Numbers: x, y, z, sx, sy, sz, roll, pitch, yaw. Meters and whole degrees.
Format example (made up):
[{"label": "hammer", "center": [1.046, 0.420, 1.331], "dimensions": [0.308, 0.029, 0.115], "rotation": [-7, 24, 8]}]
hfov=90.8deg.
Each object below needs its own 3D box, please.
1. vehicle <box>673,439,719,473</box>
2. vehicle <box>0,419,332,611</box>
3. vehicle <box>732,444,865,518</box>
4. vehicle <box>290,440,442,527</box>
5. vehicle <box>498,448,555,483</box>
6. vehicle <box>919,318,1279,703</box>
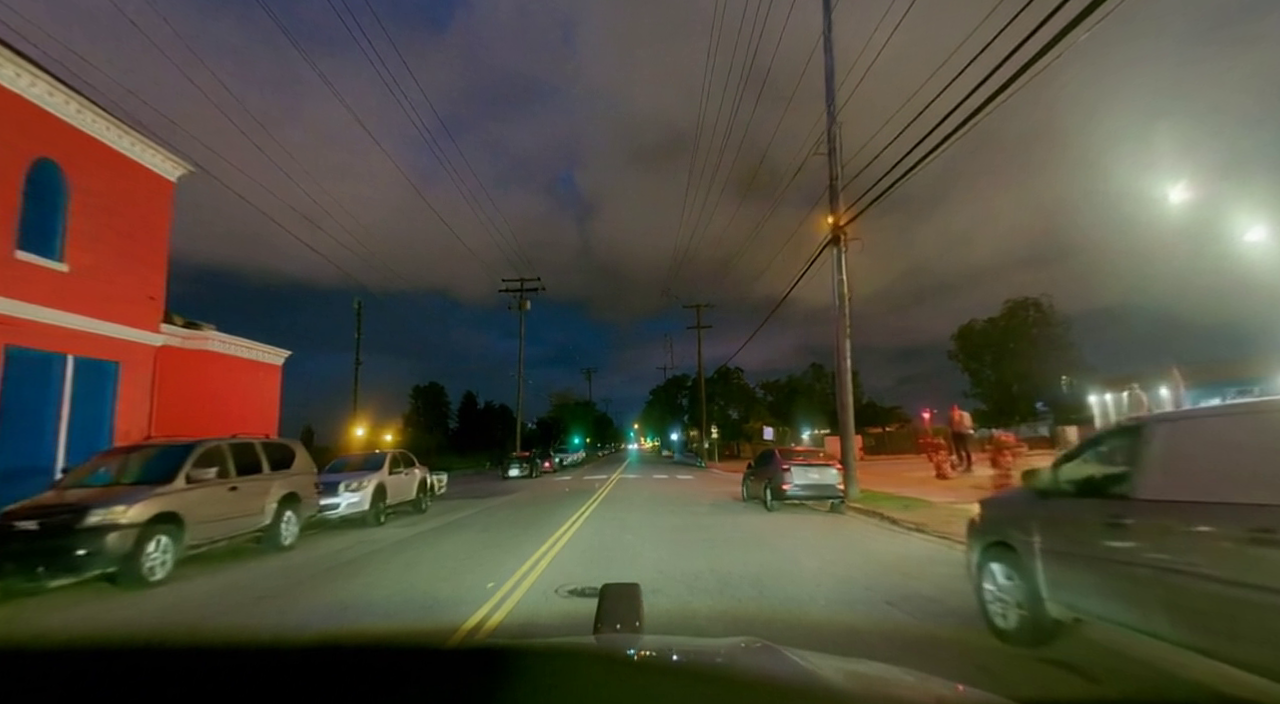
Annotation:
[{"label": "vehicle", "center": [3.352, 6.364, 38.788], "dimensions": [2.313, 1.937, 5.092], "rotation": [0, -9, 0]}, {"label": "vehicle", "center": [-6.202, 1.959, 8.518], "dimensions": [1.983, 1.809, 4.503], "rotation": [-2, -9, -2]}, {"label": "vehicle", "center": [3.571, 2.993, 15.289], "dimensions": [1.942, 1.476, 4.739], "rotation": [0, -9, -1]}, {"label": "vehicle", "center": [-6.289, 3.033, 15.059], "dimensions": [1.906, 1.623, 4.057], "rotation": [-4, -9, -2]}, {"label": "vehicle", "center": [-5.826, 5.885, 32.932], "dimensions": [1.910, 1.488, 3.999], "rotation": [-1, -6, 6]}, {"label": "vehicle", "center": [3.455, 0.879, 2.885], "dimensions": [2.182, 1.824, 4.622], "rotation": [0, -9, -1]}]
